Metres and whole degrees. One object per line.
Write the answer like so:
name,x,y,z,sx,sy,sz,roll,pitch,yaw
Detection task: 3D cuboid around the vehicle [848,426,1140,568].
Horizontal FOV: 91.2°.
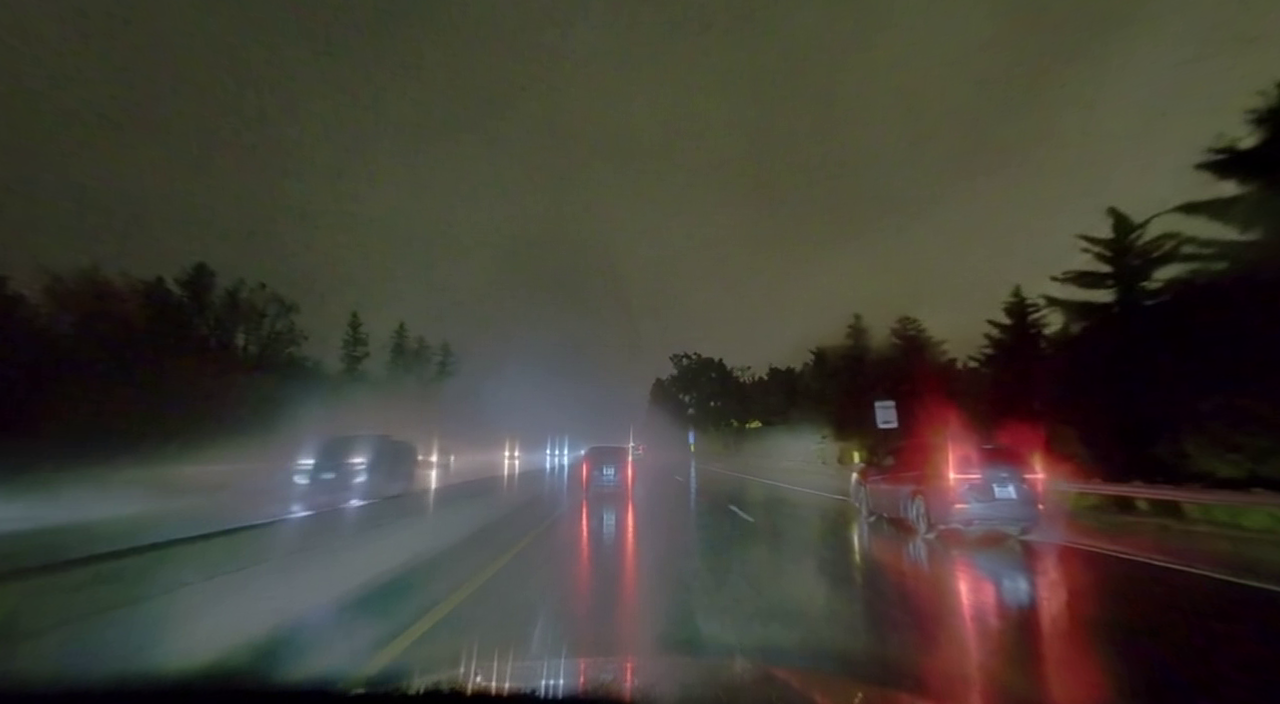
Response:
vehicle,4.571,1.902,8.901,1.910,1.554,3.718,0,-9,-1

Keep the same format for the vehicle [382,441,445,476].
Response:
vehicle,-12.719,5.998,35.541,2.045,1.807,4.241,0,-9,-1

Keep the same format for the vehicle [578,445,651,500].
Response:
vehicle,-0.744,3.646,19.364,2.013,1.479,4.169,0,-9,-1

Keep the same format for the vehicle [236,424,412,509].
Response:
vehicle,-8.243,3.040,17.085,2.126,1.921,5.104,0,-9,0

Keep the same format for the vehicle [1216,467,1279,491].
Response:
vehicle,43.118,8.864,43.943,1.775,1.512,3.972,-1,-9,4
